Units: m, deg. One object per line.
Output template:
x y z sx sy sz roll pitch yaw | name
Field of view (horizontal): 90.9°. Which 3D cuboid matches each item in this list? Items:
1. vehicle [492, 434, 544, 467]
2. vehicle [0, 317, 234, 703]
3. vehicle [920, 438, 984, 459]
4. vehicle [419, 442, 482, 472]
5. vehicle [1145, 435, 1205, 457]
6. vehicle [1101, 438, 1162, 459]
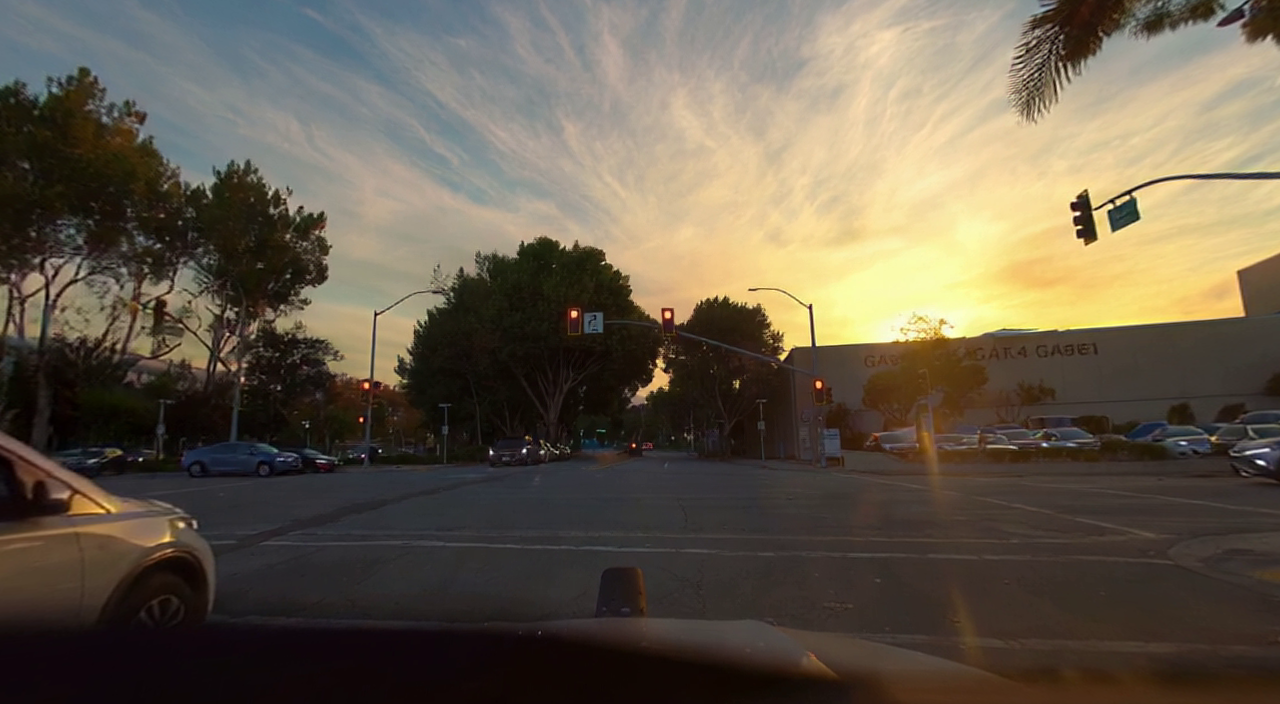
-7.161 5.850 37.457 2.081 1.818 4.782 0 -8 1 | vehicle
-3.451 0.621 1.444 2.000 1.789 4.638 0 -8 -2 | vehicle
21.467 6.650 43.374 3.576 1.425 1.702 2 -9 -12 | vehicle
-10.632 5.907 35.695 2.041 1.548 4.868 0 -8 0 | vehicle
41.166 7.284 48.627 1.767 1.456 4.191 -4 -11 15 | vehicle
38.487 7.555 49.506 1.837 1.514 4.786 -2 -9 13 | vehicle
